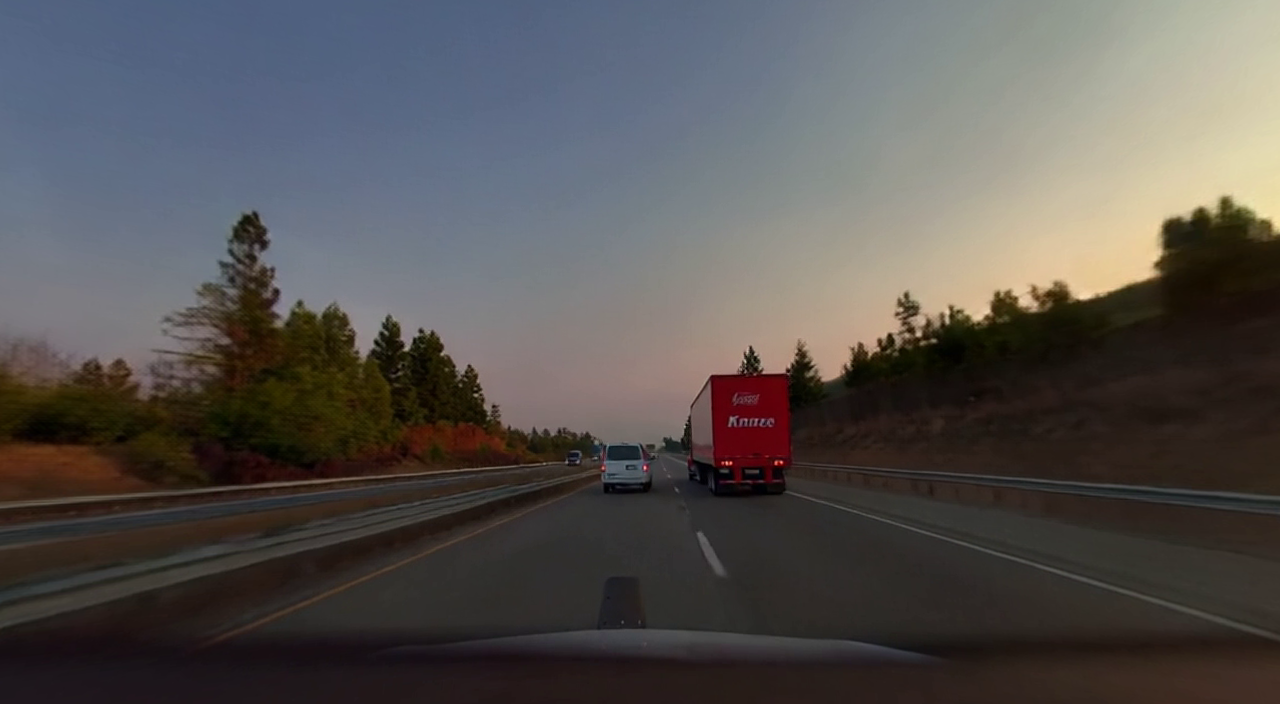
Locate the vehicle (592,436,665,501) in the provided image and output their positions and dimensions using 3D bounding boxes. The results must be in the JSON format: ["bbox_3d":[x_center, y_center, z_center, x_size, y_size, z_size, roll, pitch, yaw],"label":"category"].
[{"bbox_3d":[-0.256,3.707,20.357,2.105,1.865,4.102,0,-9,3],"label":"vehicle"}]

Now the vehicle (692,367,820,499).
[{"bbox_3d":[4.015,3.423,25.408,3.030,3.985,12.707,0,-9,1],"label":"vehicle"}]
